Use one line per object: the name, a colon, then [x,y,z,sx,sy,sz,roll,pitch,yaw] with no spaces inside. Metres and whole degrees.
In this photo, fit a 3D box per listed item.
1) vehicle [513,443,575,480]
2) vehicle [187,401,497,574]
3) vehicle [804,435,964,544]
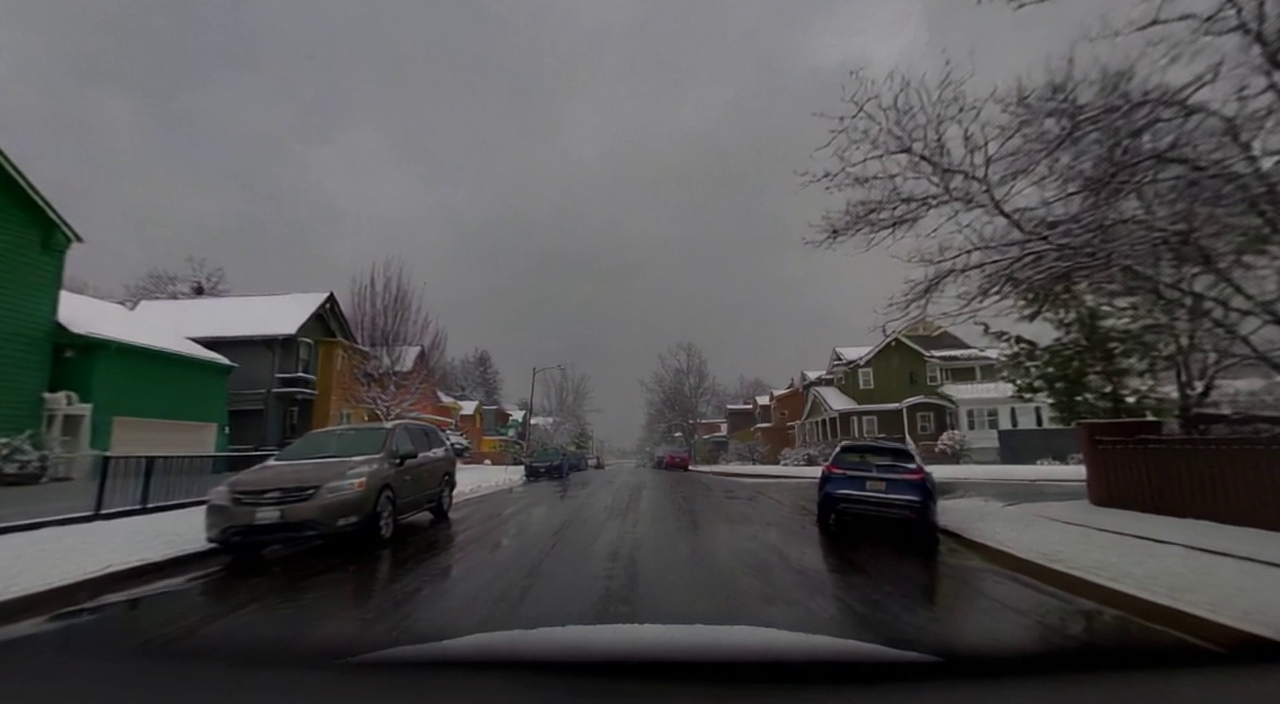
vehicle: [-4.375,5.071,29.392,2.080,1.471,4.638,2,-9,1]
vehicle: [-4.105,1.793,10.147,2.131,1.851,5.650,1,-4,2]
vehicle: [4.692,2.330,11.624,2.139,1.533,4.676,-3,-9,28]
